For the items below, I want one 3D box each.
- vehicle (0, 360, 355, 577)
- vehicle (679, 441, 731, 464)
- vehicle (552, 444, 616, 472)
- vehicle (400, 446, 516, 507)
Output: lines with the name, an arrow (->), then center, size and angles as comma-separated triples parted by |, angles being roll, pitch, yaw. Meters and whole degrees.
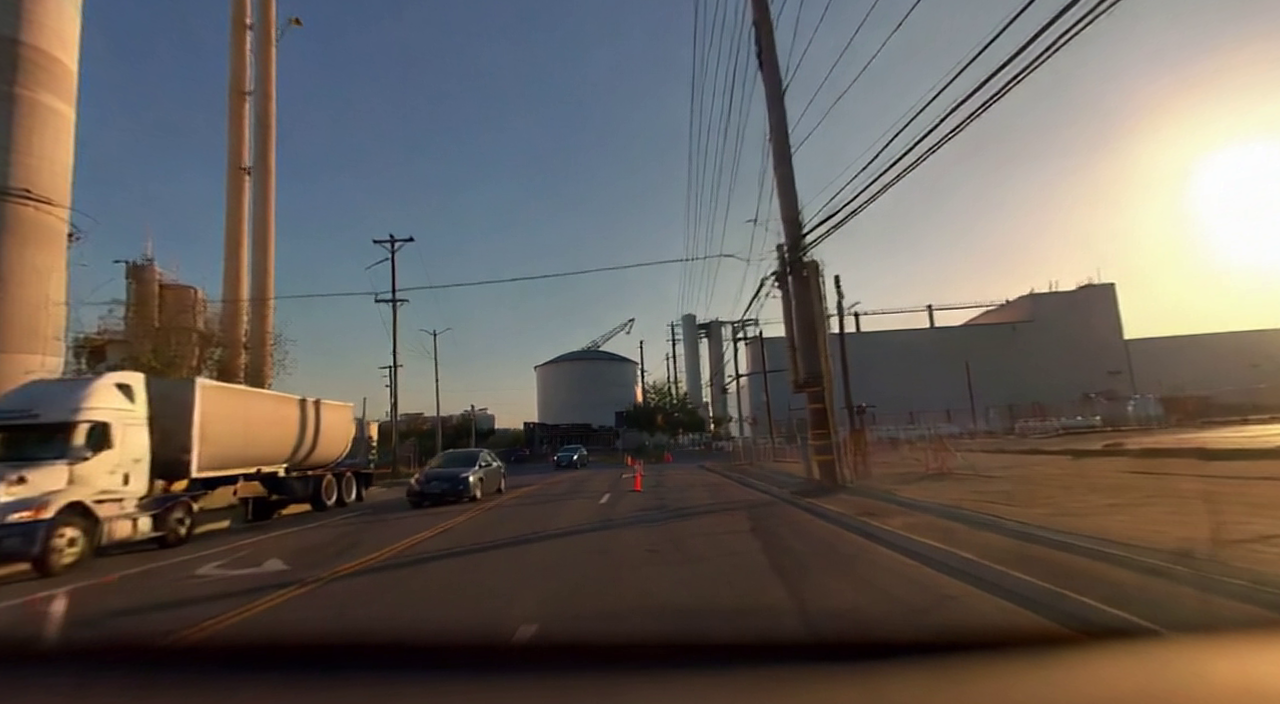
vehicle -> -8.987, 2.274, 13.175 | 2.905, 3.133, 7.675 | -1, -9, -4
vehicle -> 4.443, 6.756, 42.690 | 2.053, 1.477, 4.218 | -6, -10, 27
vehicle -> -3.436, 6.607, 39.664 | 1.944, 1.645, 4.701 | -5, -10, 24
vehicle -> -5.045, 3.490, 18.248 | 2.117, 1.484, 4.544 | -1, -9, -2
